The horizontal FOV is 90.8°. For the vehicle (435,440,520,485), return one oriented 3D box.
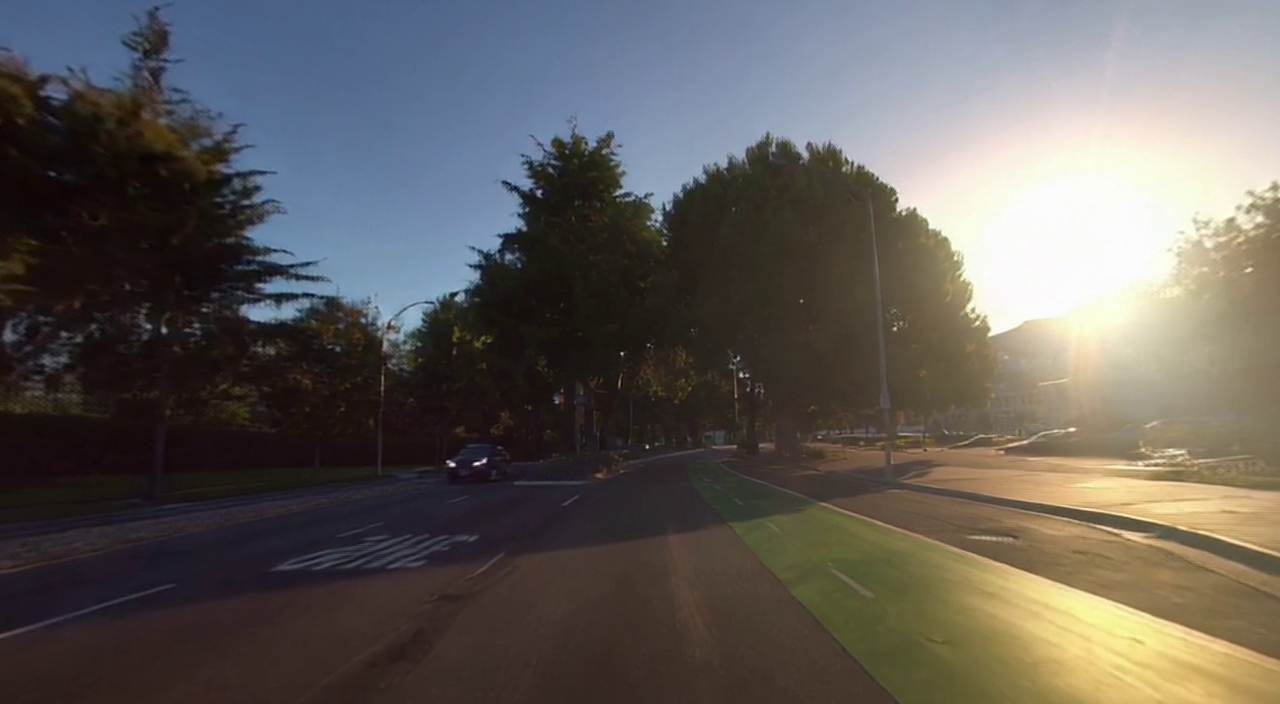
[{"bbox_3d":[-6.749,4.631,26.841,2.065,1.744,4.566,-1,-9,5],"label":"vehicle"}]
